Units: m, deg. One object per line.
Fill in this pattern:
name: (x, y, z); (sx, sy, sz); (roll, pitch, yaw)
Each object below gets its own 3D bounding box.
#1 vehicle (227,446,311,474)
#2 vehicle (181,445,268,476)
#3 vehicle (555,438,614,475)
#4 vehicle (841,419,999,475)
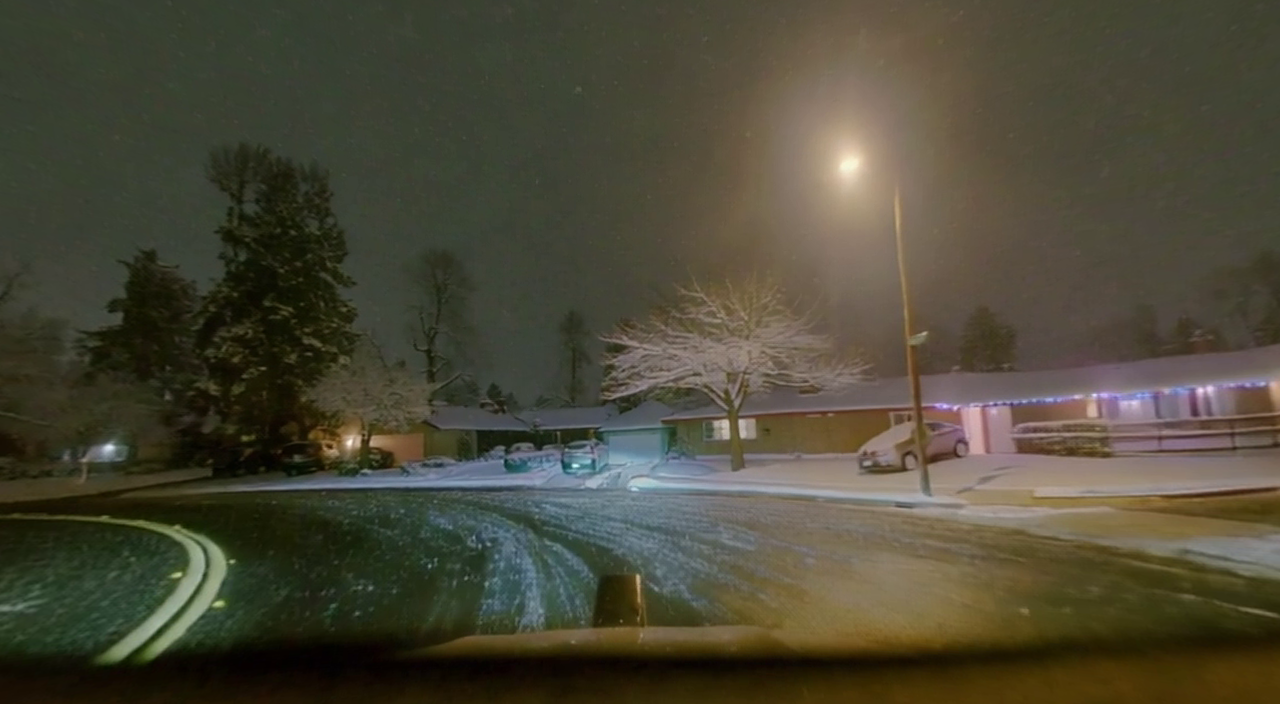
vehicle: (-20.974, 6.093, 35.946); (1.933, 1.477, 4.361); (-1, -9, 4)
vehicle: (-23.626, 6.160, 36.158); (2.042, 1.633, 4.132); (0, -9, 2)
vehicle: (-2.445, 4.727, 28.955); (1.819, 1.442, 4.329); (-1, -6, 7)
vehicle: (9.387, 3.122, 21.141); (4.799, 1.451, 2.144); (0, -8, -27)
